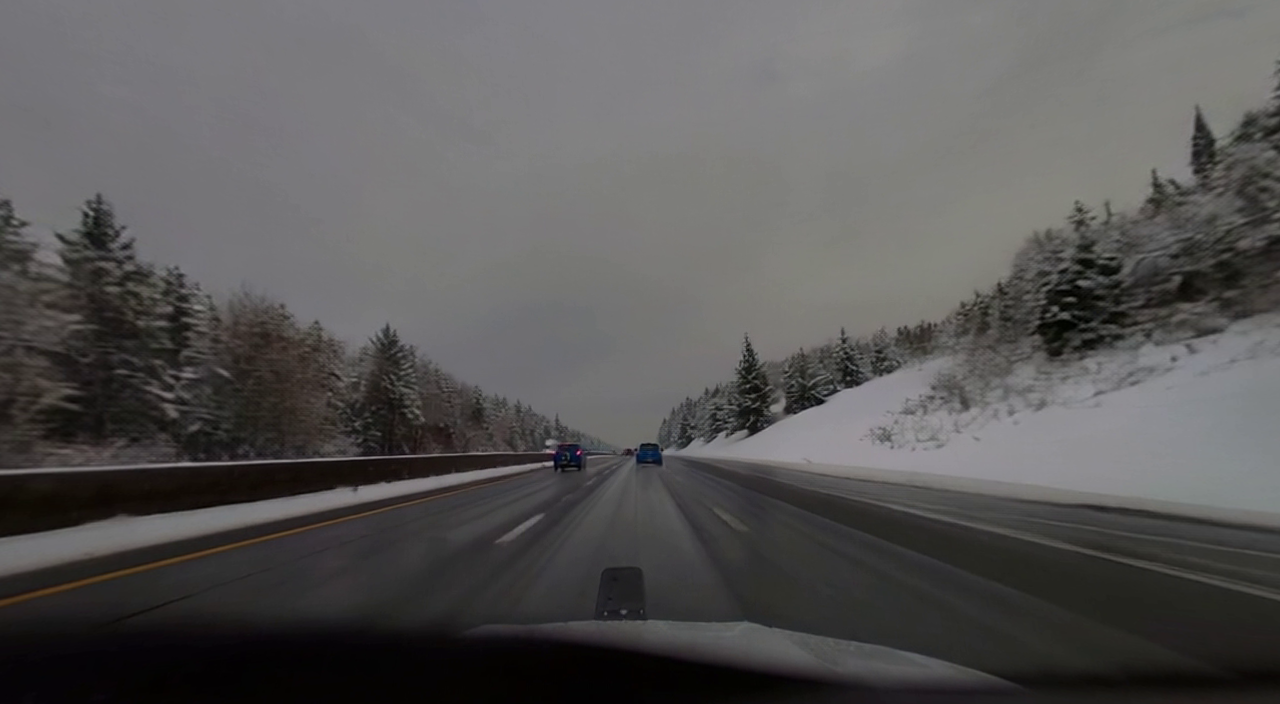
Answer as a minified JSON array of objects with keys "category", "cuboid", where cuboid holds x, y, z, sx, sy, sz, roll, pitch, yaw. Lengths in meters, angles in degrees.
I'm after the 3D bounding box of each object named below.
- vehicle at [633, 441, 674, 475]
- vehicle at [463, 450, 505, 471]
[{"category":"vehicle","cuboid":[0.753,6.105,36.534,2.247,1.825,4.036,0,-9,0]},{"category":"vehicle","cuboid":[-11.863,8.252,48.150,2.009,1.464,4.489,0,-9,1]}]
